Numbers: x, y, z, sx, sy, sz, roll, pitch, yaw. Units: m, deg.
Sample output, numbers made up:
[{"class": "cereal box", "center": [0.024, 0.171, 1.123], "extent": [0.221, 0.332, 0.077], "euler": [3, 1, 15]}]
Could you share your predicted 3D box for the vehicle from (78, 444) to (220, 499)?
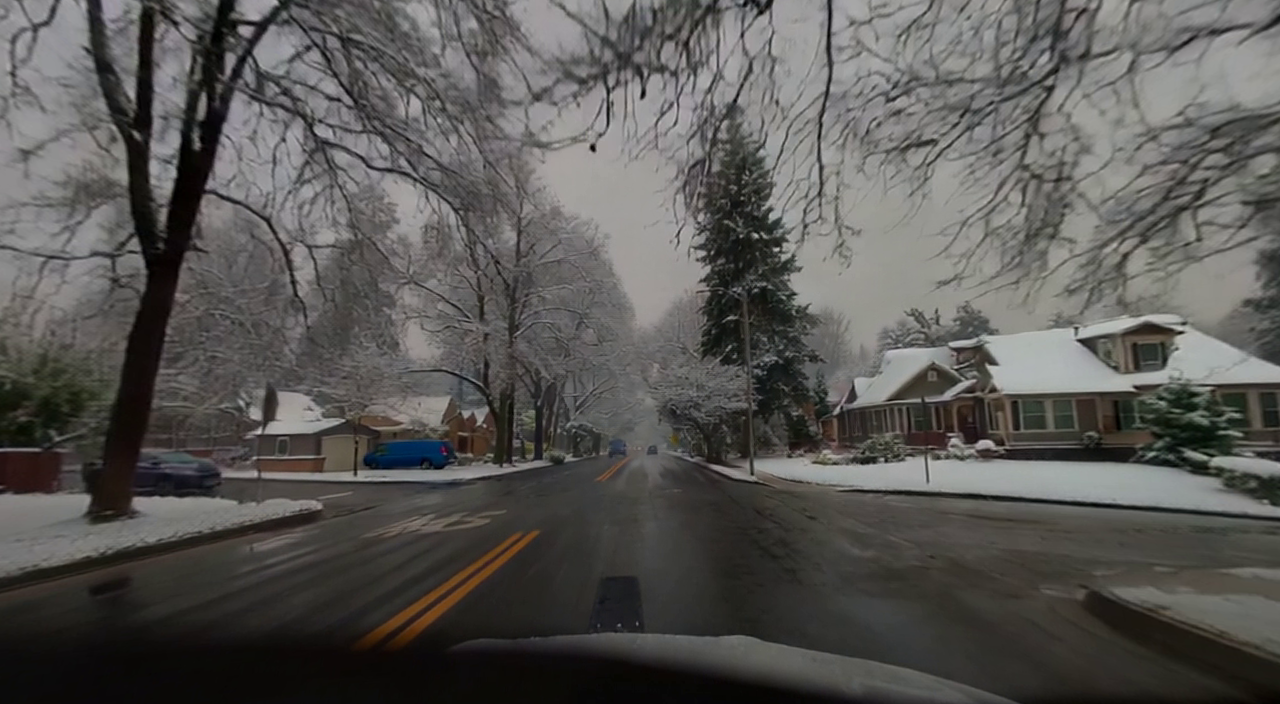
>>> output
[{"class": "vehicle", "center": [-17.528, 4.193, 22.537], "extent": [4.876, 1.763, 2.016], "euler": [-5, -10, 27]}]

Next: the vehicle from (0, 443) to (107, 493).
[{"class": "vehicle", "center": [-25.177, 4.779, 26.479], "extent": [5.987, 1.881, 2.249], "euler": [-5, -10, 30]}]

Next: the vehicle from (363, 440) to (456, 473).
[{"class": "vehicle", "center": [-13.776, 6.237, 38.077], "extent": [2.145, 1.839, 4.837], "euler": [-6, -10, 34]}]
